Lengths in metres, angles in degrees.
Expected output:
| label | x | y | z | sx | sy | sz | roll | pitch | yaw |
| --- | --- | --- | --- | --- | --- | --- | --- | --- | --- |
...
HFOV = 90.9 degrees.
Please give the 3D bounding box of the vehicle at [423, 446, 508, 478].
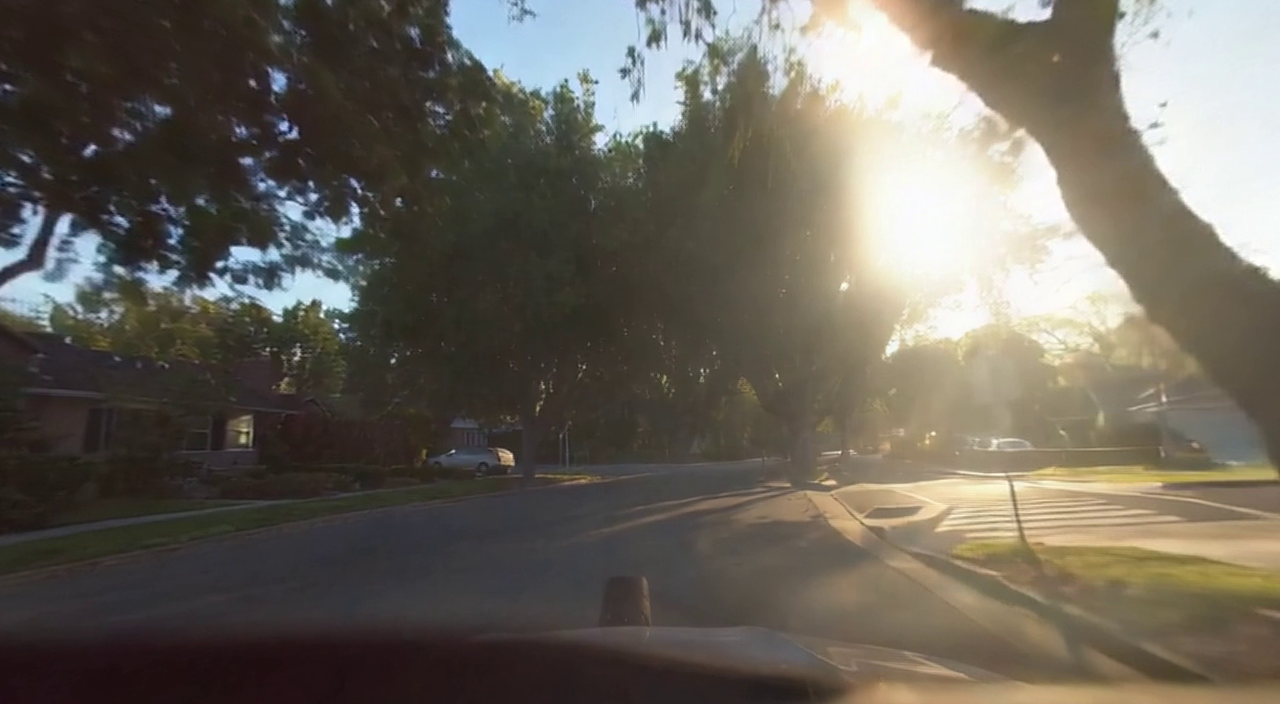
| label | x | y | z | sx | sy | sz | roll | pitch | yaw |
| --- | --- | --- | --- | --- | --- | --- | --- | --- | --- |
| vehicle | -9.405 | 5.964 | 34.287 | 4.252 | 1.681 | 1.854 | 2 | -9 | -10 |
